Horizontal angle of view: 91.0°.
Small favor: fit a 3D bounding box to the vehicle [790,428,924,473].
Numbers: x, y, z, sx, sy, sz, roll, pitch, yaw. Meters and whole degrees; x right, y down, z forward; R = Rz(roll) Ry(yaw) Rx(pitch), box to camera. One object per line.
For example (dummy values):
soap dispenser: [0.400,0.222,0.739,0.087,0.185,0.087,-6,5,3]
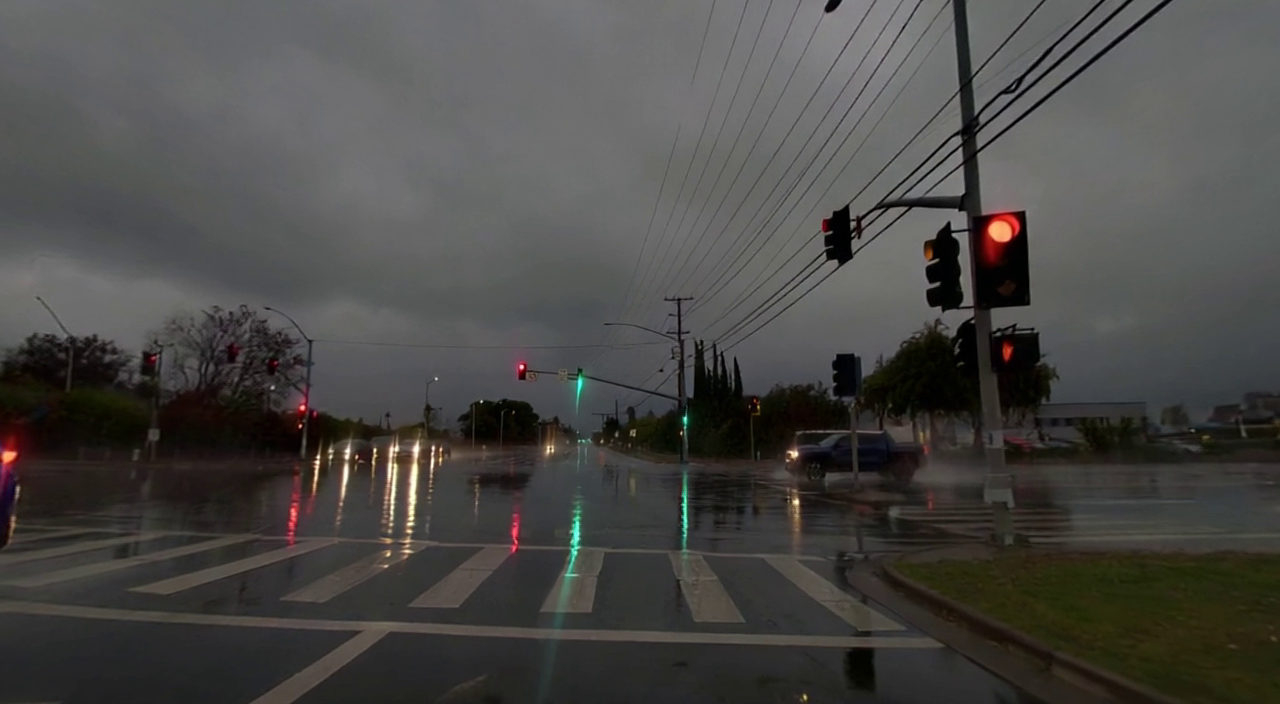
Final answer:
vehicle: [8.694,4.019,25.727,4.884,1.714,2.021,-2,-9,12]
